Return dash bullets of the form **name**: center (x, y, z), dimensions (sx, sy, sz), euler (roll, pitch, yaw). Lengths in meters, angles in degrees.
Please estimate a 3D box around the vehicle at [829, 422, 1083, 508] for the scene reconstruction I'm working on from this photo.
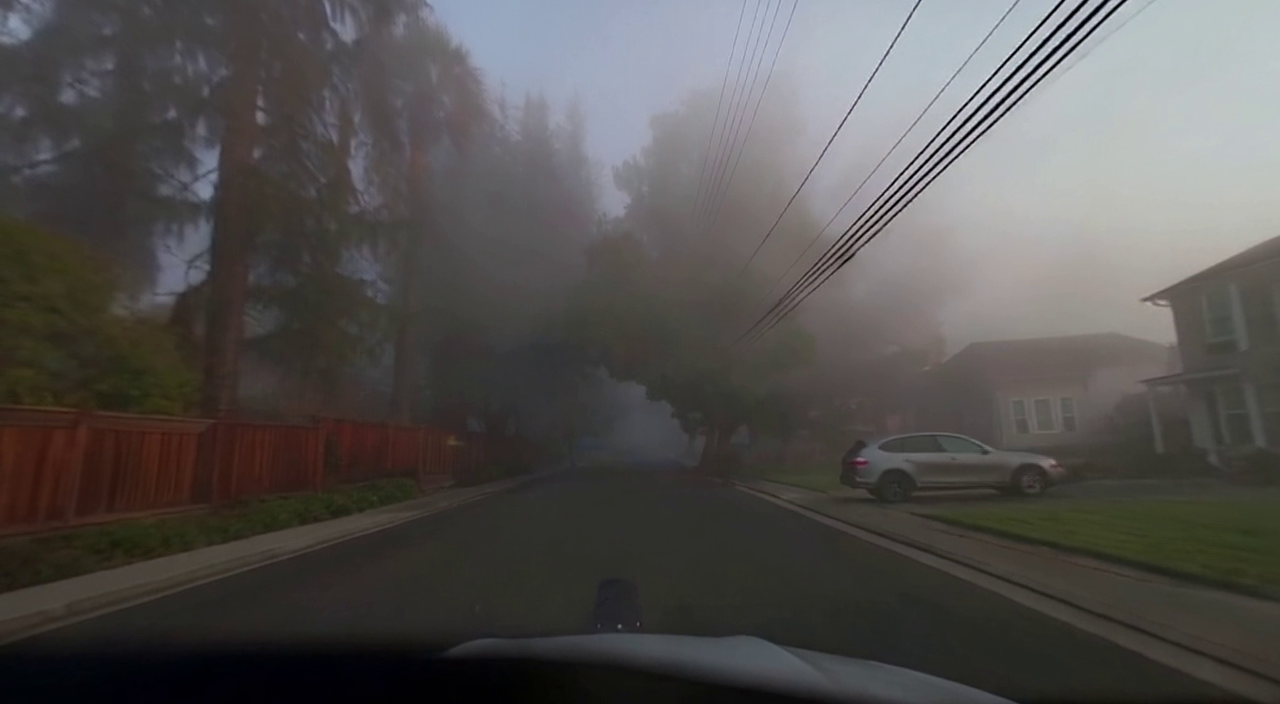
- **vehicle**: center (7.176, 2.613, 14.834), dimensions (4.806, 1.851, 2.050), euler (0, -9, 2)
